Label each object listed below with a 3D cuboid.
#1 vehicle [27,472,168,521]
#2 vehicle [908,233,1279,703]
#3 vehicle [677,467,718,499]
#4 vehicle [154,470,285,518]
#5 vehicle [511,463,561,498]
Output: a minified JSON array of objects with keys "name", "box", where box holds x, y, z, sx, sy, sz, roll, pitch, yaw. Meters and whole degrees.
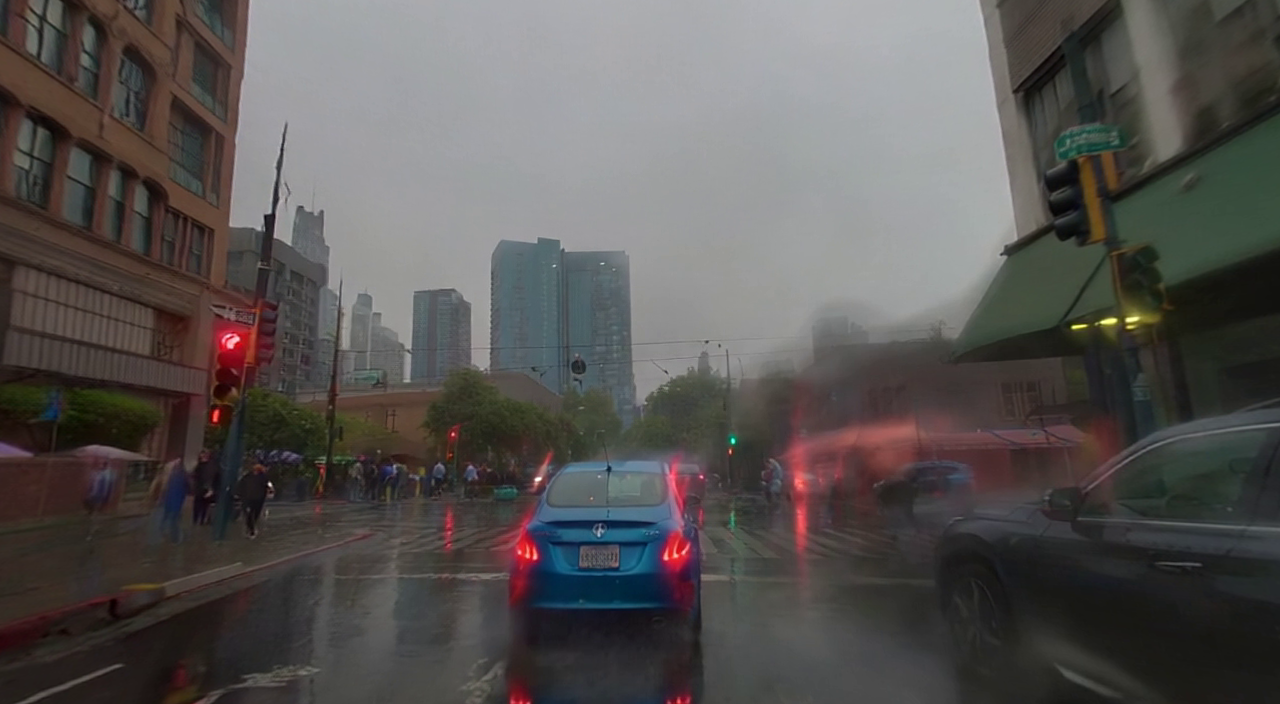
[{"name":"vehicle","box":[-25.476,6.773,29.740,4.588,2.048,2.110,0,-9,1]},{"name":"vehicle","box":[3.220,0.553,1.297,2.632,1.979,6.096,0,-9,0]},{"name":"vehicle","box":[3.470,8.018,38.859,1.908,1.741,4.066,0,-9,-3]},{"name":"vehicle","box":[-19.766,6.667,29.768,4.750,2.083,2.002,-1,-9,3]},{"name":"vehicle","box":[-6.352,7.878,39.010,2.226,1.896,4.438,-1,-9,1]}]
